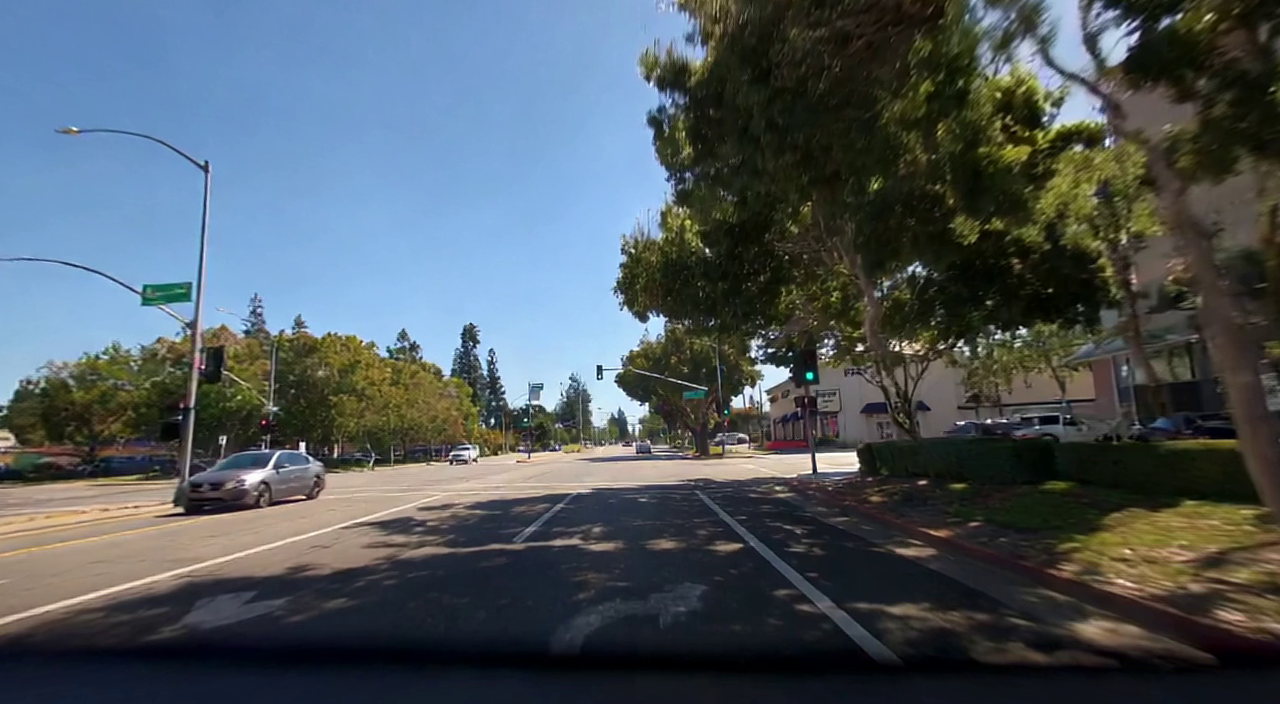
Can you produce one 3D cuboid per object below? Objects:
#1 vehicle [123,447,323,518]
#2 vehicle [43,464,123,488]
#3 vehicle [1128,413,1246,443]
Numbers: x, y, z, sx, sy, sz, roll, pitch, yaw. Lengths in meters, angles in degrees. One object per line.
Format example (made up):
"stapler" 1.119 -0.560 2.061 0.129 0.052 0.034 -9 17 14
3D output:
"vehicle" -10.472 3.254 16.384 2.121 1.543 4.349 0 -8 1
"vehicle" -42.481 9.463 48.333 2.034 1.559 4.601 -4 -10 -3
"vehicle" 29.928 4.193 34.682 4.492 1.584 1.901 -1 -8 5
